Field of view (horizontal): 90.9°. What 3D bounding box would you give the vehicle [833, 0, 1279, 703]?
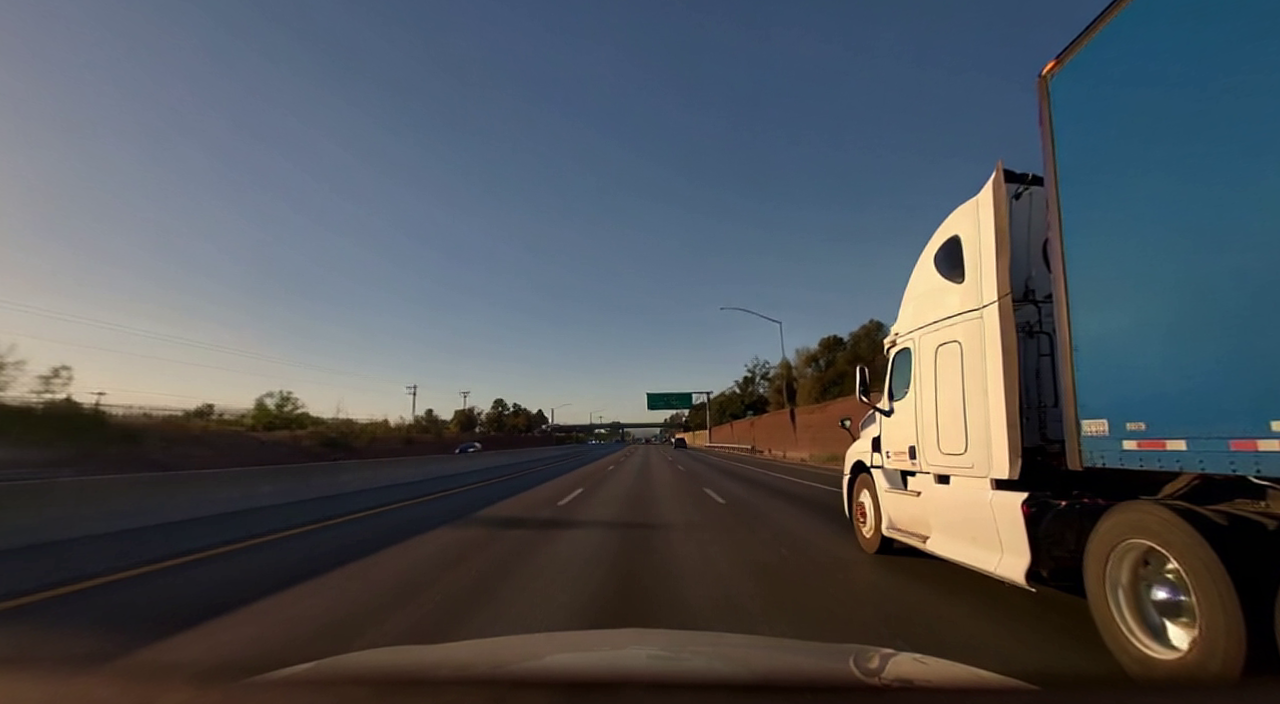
[{"bbox_3d":[3.716,-0.195,2.647,3.012,3.768,8.945,0,-9,1],"label":"vehicle"}]
